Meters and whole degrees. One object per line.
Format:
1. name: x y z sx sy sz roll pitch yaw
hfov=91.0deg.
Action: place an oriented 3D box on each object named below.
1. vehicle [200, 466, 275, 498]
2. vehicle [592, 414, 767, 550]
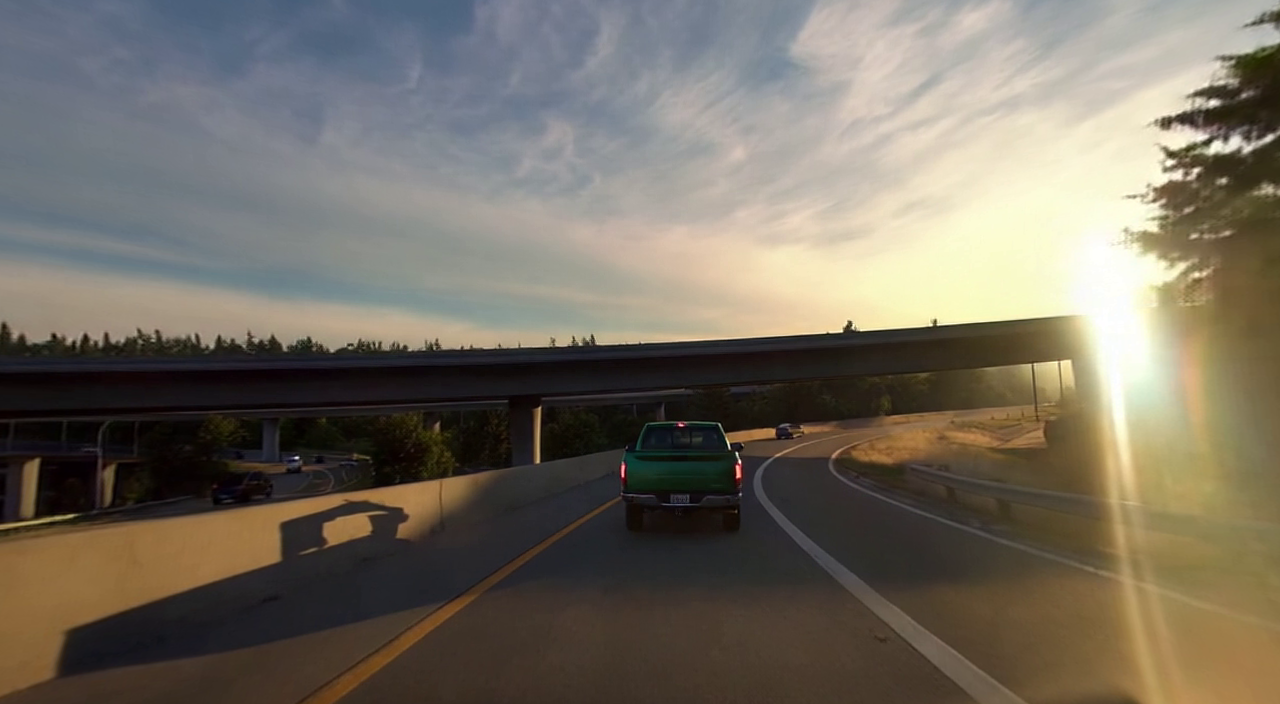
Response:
1. vehicle: -21.970 7.076 34.554 1.965 1.464 4.514 1 -9 -12
2. vehicle: 0.688 1.993 10.345 2.235 1.716 4.435 -1 -9 5
